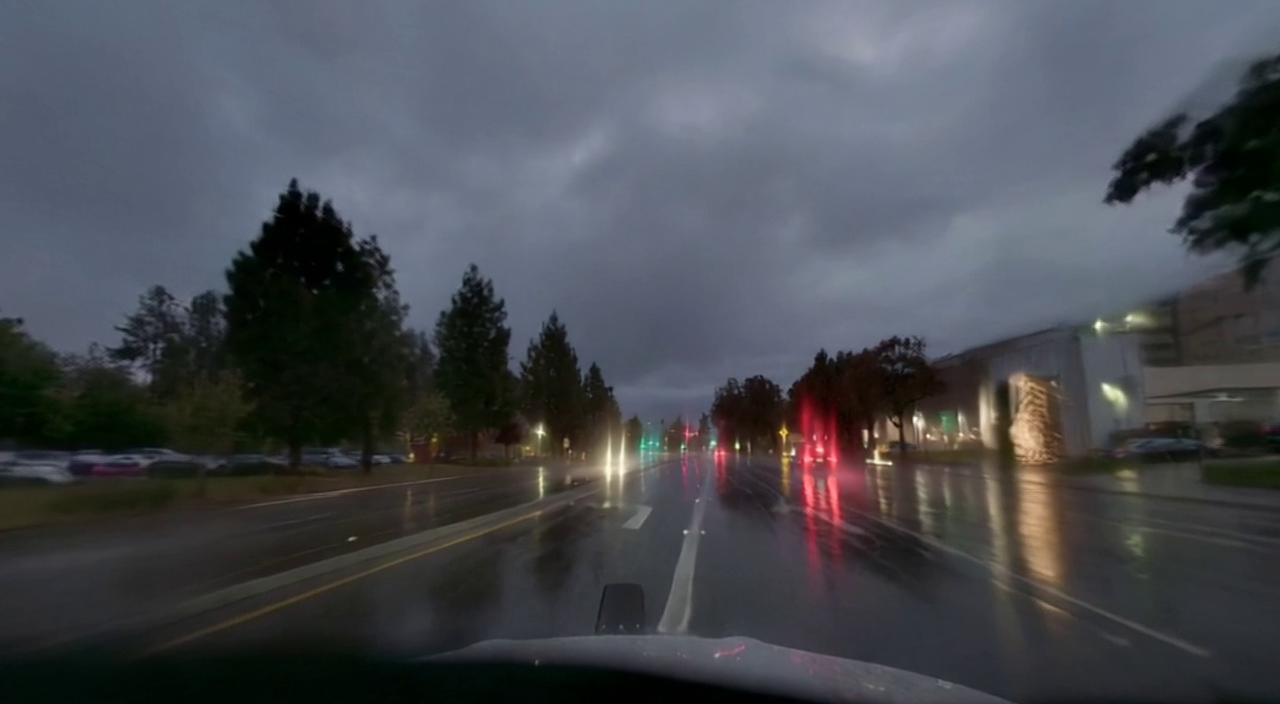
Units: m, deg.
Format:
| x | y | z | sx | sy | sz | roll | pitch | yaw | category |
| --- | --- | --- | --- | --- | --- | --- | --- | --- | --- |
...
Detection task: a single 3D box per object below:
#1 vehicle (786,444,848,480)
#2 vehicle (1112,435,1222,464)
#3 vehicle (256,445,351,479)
| x | y | z | sx | sy | sz | roll | pitch | yaw | category |
| --- | --- | --- | --- | --- | --- | --- | --- | --- | --- |
| 8.726 | 5.456 | 31.528 | 2.181 | 1.639 | 4.127 | -1 | -9 | 5 | vehicle |
| 26.628 | 4.927 | 32.027 | 3.881 | 1.410 | 1.702 | -1 | -9 | 4 | vehicle |
| -24.170 | 7.916 | 45.573 | 5.472 | 2.114 | 2.482 | -3 | -10 | 3 | vehicle |
